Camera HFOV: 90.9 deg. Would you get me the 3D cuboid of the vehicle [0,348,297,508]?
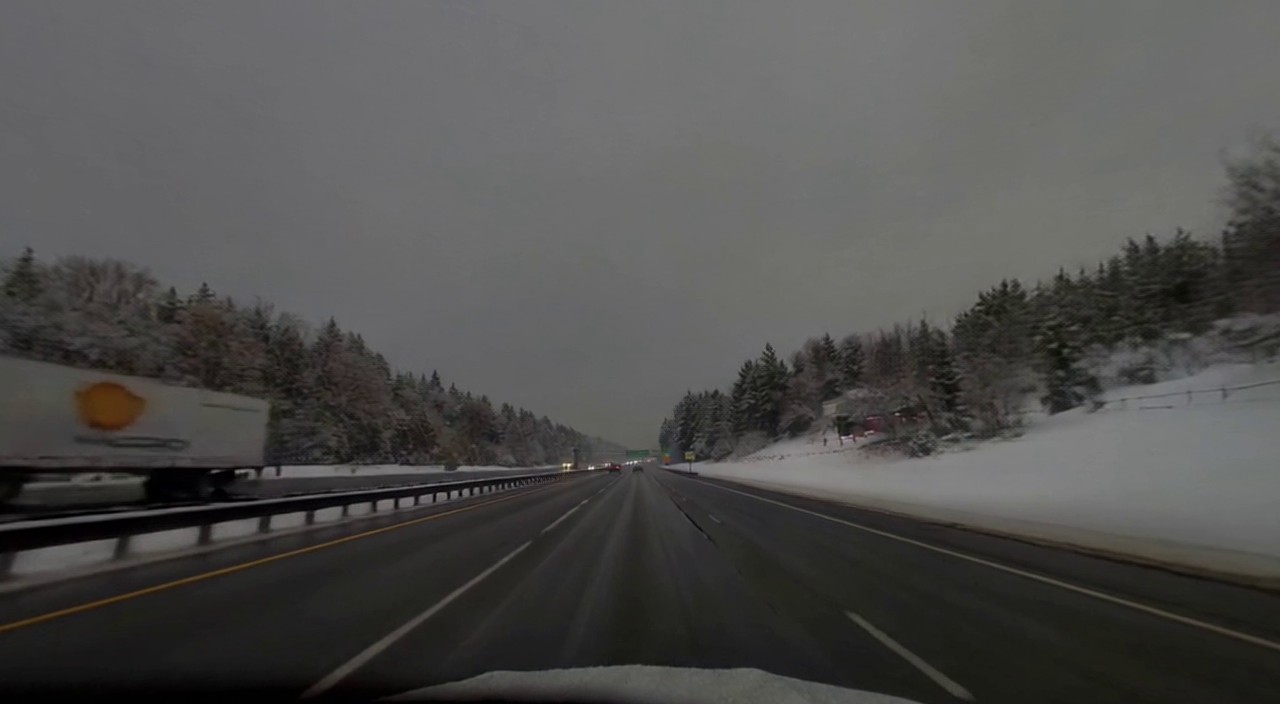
[{"bbox_3d":[-17.345,2.988,21.656,3.384,3.839,13.714,1,-11,0],"label":"vehicle"}]
